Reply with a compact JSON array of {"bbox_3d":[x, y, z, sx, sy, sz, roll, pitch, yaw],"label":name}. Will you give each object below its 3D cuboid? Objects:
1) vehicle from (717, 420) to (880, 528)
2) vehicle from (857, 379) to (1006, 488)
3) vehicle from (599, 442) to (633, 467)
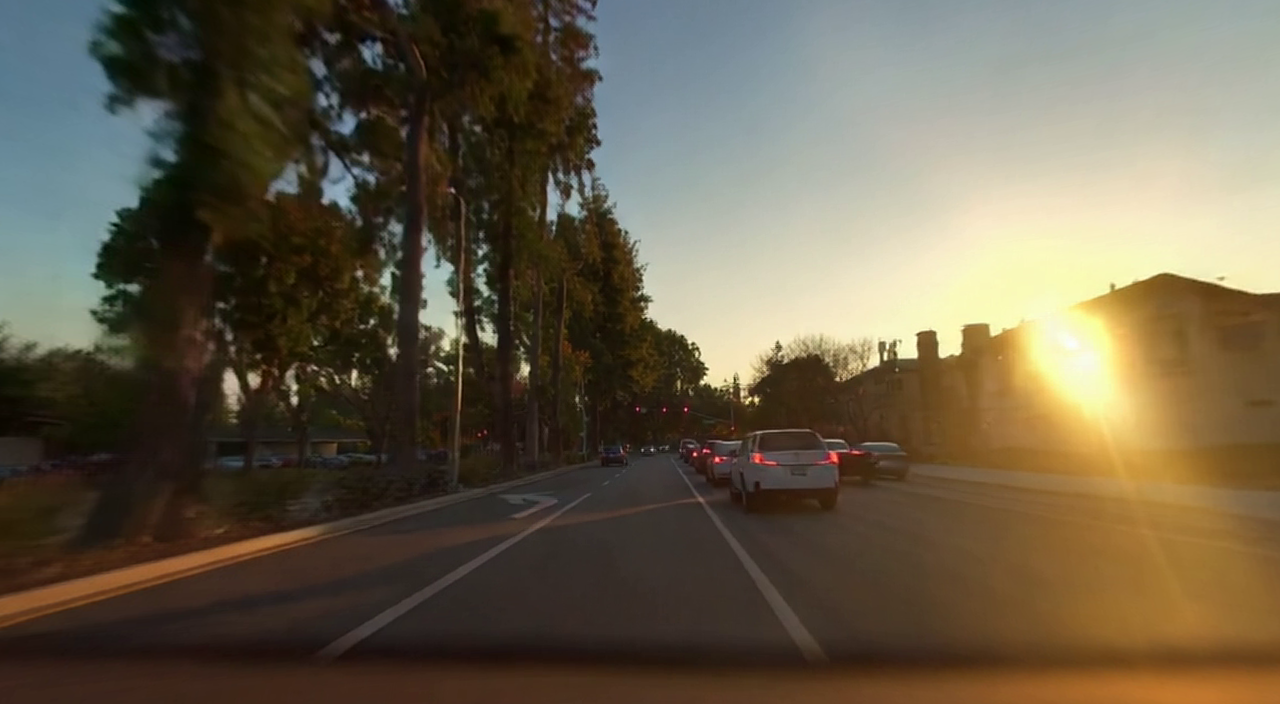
[{"bbox_3d":[2.786,2.274,12.315,2.052,1.693,4.554,0,-9,1],"label":"vehicle"},{"bbox_3d":[6.869,2.013,15.375,1.933,2.309,3.468,-1,-9,1],"label":"vehicle"},{"bbox_3d":[-1.695,7.437,45.917,2.083,1.691,4.398,-1,-9,3],"label":"vehicle"}]
